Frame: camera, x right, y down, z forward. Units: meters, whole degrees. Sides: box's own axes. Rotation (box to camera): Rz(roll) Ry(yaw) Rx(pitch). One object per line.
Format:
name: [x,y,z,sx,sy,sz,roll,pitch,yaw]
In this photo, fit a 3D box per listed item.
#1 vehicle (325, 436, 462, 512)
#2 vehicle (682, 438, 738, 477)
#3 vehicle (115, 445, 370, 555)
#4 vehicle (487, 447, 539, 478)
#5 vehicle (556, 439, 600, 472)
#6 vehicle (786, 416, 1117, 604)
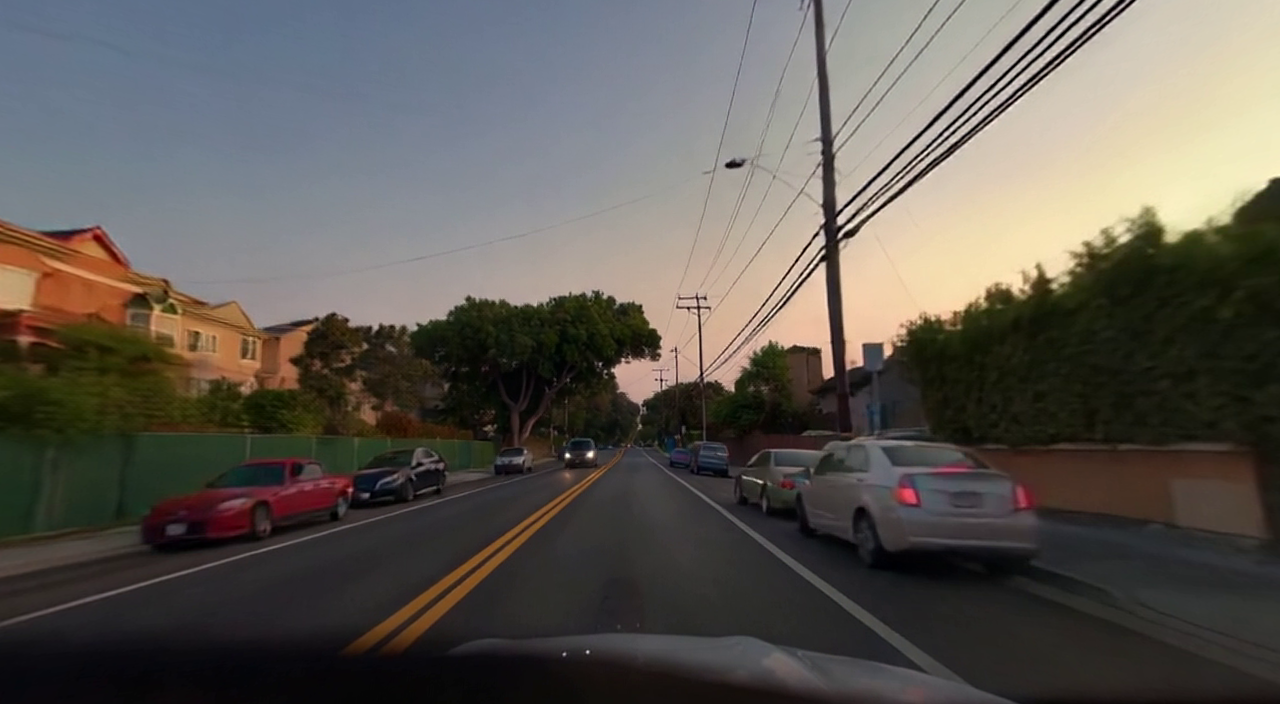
vehicle: [-6.744,3.321,17.957,2.014,1.817,4.639,-1,-8,0]
vehicle: [3.296,5.106,30.781,2.031,1.762,4.749,0,-9,-2]
vehicle: [-6.701,2.473,11.403,1.866,1.487,4.416,-1,-8,-2]
vehicle: [-6.967,6.067,35.028,1.843,1.589,4.416,0,-9,1]
vehicle: [-3.696,6.290,38.526,2.210,1.838,4.854,0,-9,0]
vehicle: [3.208,1.697,7.676,1.826,1.614,4.241,0,-9,0]
